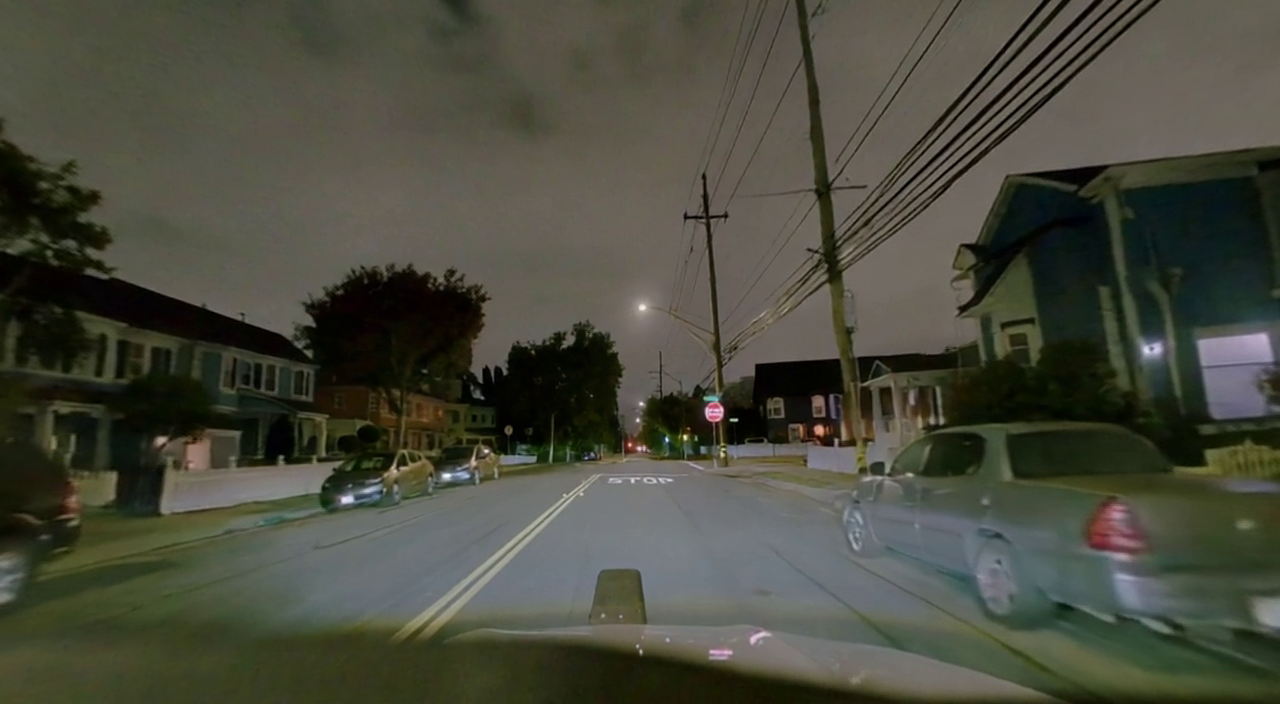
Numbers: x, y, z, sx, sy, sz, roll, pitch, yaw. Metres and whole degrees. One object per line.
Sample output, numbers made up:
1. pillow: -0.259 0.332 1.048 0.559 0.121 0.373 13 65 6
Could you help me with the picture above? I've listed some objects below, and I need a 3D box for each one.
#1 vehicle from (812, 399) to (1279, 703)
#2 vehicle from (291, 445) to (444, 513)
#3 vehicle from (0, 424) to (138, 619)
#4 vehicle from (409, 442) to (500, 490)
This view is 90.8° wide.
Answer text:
1. vehicle: 3.334 1.397 5.860 1.963 1.536 5.446 0 -8 0
2. vehicle: -6.870 3.213 16.564 2.056 1.481 4.451 0 -8 0
3. vehicle: -6.584 1.381 4.752 1.896 1.703 4.586 0 -8 -1
4. vehicle: -6.698 4.133 23.302 2.026 1.560 4.062 -1 -8 1
